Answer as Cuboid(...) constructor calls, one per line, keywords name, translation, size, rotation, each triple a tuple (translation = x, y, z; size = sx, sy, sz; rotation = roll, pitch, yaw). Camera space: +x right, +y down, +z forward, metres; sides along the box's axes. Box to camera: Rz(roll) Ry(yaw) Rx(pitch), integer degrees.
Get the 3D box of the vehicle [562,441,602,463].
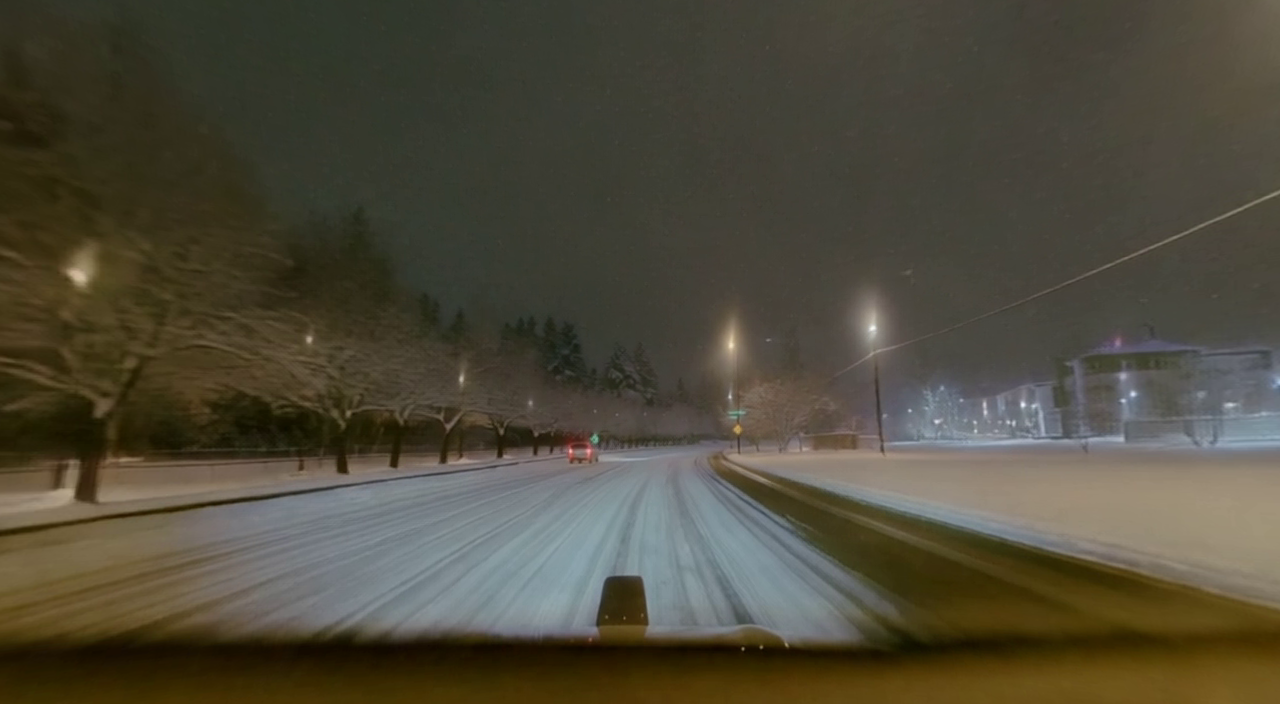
Cuboid(name="vehicle", translation=(-4.027, 7.022, 44.364), size=(1.945, 1.461, 4.605), rotation=(-1, -8, 5))
